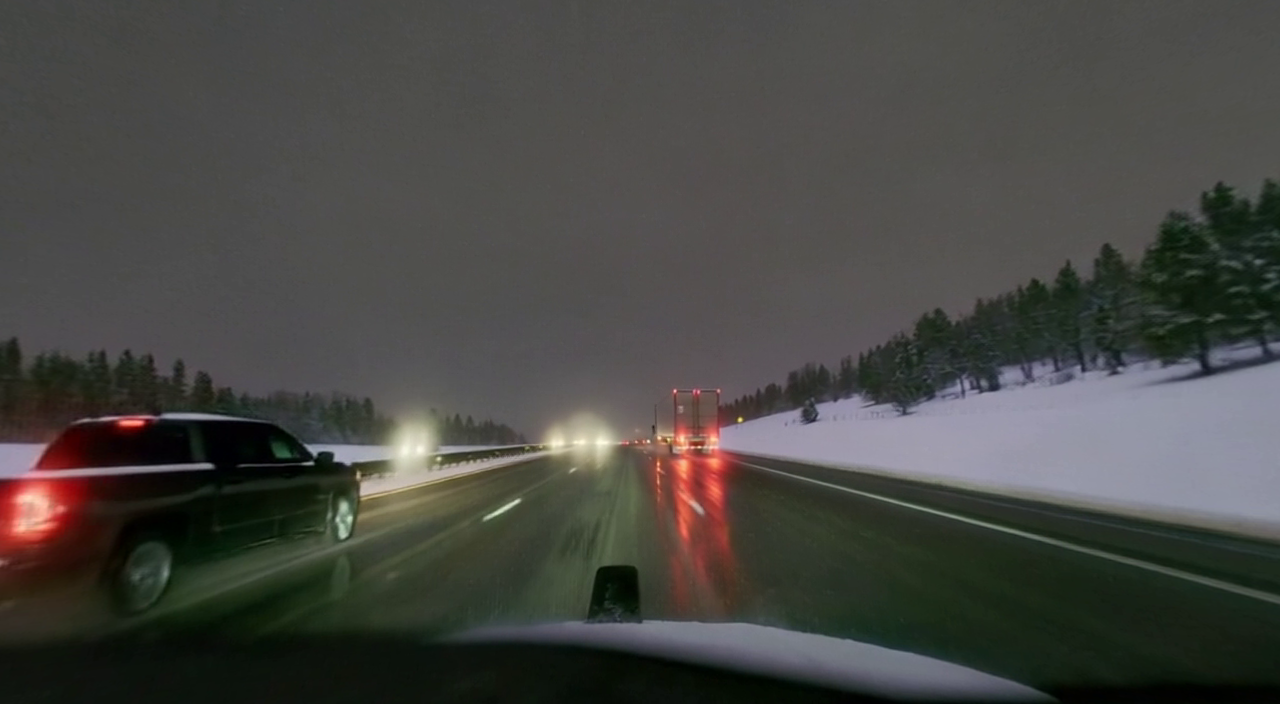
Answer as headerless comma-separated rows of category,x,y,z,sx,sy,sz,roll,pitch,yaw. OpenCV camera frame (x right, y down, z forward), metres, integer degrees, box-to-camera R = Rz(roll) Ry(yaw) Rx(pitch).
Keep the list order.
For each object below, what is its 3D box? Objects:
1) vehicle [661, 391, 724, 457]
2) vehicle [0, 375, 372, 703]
vehicle,3.607,5.777,48.688,3.144,4.168,17.594,0,-8,-1
vehicle,-4.088,1.187,5.057,2.044,1.604,4.144,0,-8,0
